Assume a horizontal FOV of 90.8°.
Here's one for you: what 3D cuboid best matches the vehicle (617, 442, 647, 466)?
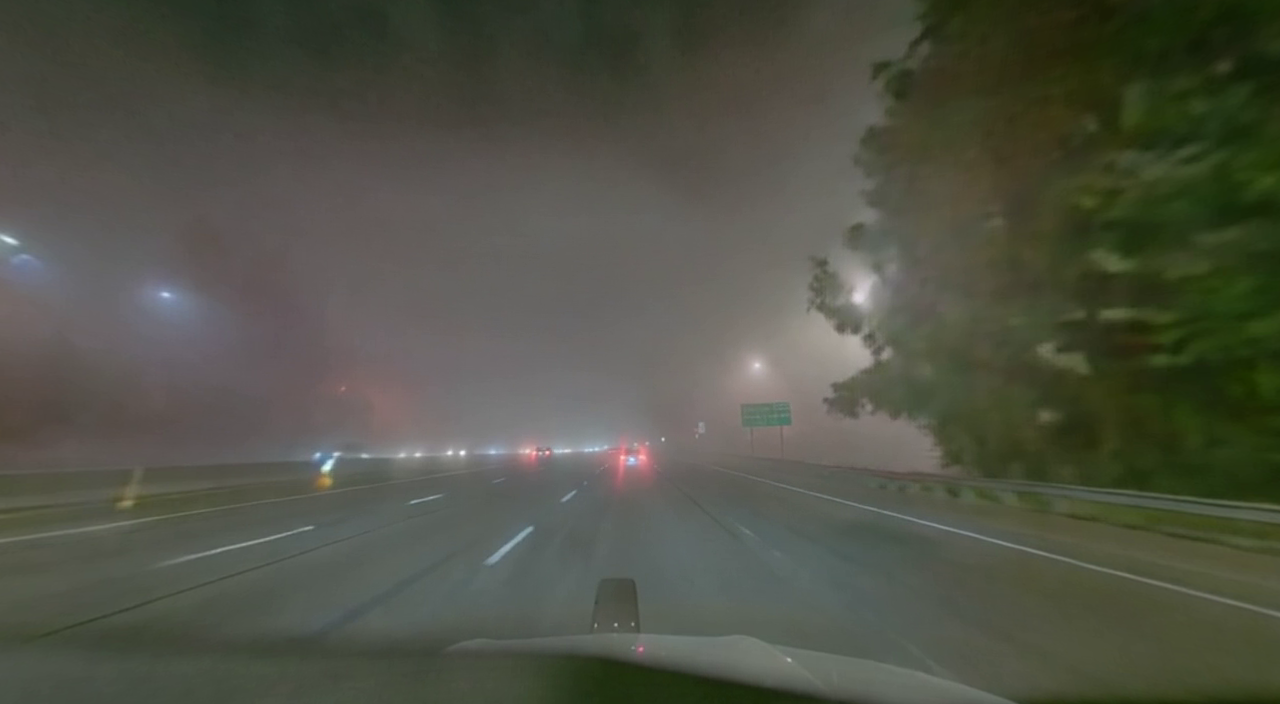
[{"bbox_3d":[-0.580,7.352,45.664,2.109,1.638,3.856,0,-9,-1],"label":"vehicle"}]

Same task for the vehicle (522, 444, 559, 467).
[{"bbox_3d":[-6.971,7.311,44.727,1.997,1.507,4.248,0,-9,0],"label":"vehicle"}]
